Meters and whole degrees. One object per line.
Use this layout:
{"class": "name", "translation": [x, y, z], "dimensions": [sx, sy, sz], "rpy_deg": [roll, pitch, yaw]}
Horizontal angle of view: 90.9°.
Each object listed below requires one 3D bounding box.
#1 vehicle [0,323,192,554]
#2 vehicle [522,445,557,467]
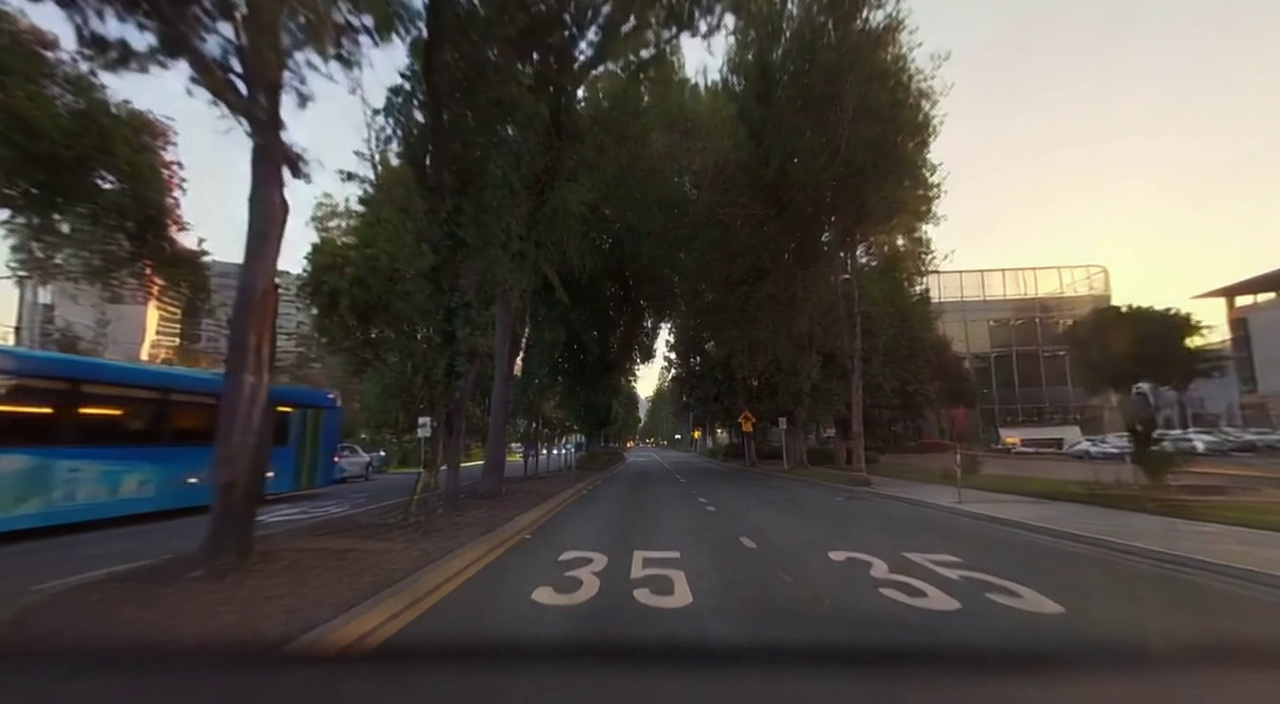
{"class": "vehicle", "translation": [-11.072, 1.106, 8.166], "dimensions": [3.052, 3.397, 10.003], "rpy_deg": [0, -8, 1]}
{"class": "vehicle", "translation": [-7.426, 7.701, 46.896], "dimensions": [1.911, 1.472, 4.582], "rpy_deg": [0, -8, 0]}
